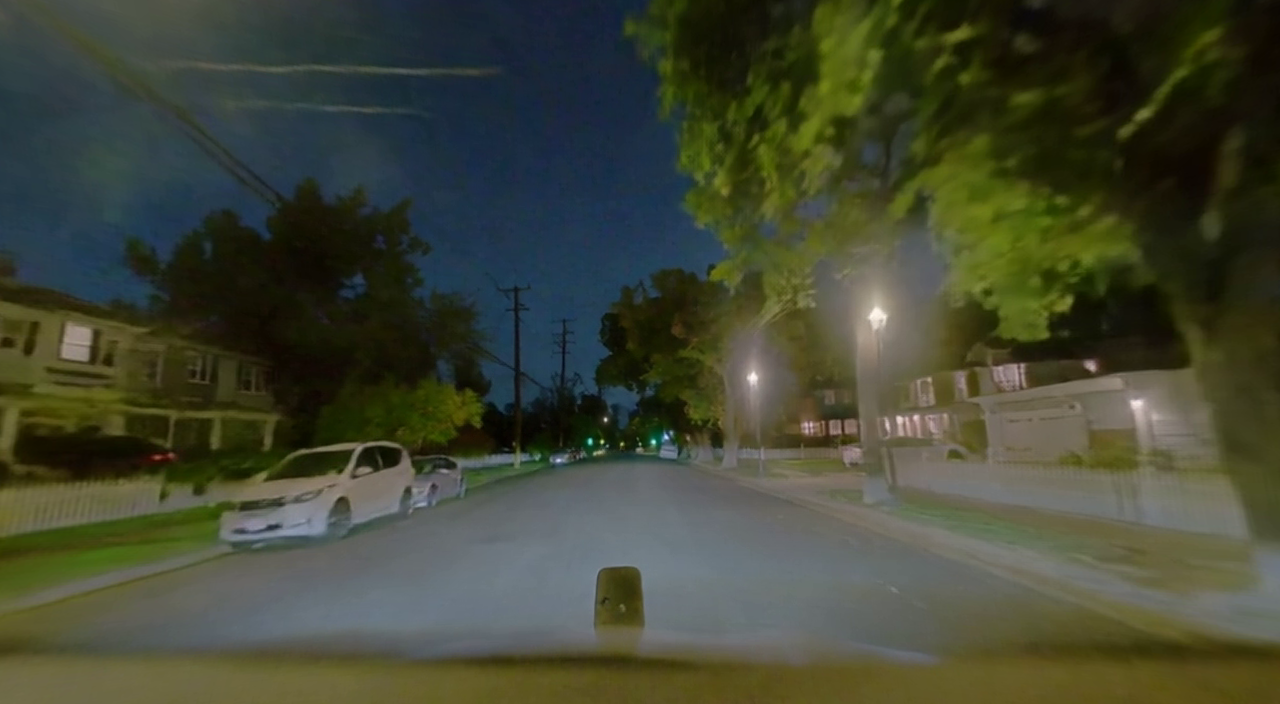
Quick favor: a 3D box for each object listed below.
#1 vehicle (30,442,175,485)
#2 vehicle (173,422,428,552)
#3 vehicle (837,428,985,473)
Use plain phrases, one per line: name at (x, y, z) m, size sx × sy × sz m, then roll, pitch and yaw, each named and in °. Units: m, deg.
vehicle at (-19.693, 4.104, 23.279) m, size 3.553 × 1.471 × 1.816 m, roll 0°, pitch -9°, yaw -2°
vehicle at (-5.917, 2.375, 12.055) m, size 2.015 × 1.766 × 5.450 m, roll -3°, pitch -8°, yaw -2°
vehicle at (10.084, 3.714, 23.821) m, size 4.629 × 1.504 × 1.945 m, roll -1°, pitch -9°, yaw -1°
